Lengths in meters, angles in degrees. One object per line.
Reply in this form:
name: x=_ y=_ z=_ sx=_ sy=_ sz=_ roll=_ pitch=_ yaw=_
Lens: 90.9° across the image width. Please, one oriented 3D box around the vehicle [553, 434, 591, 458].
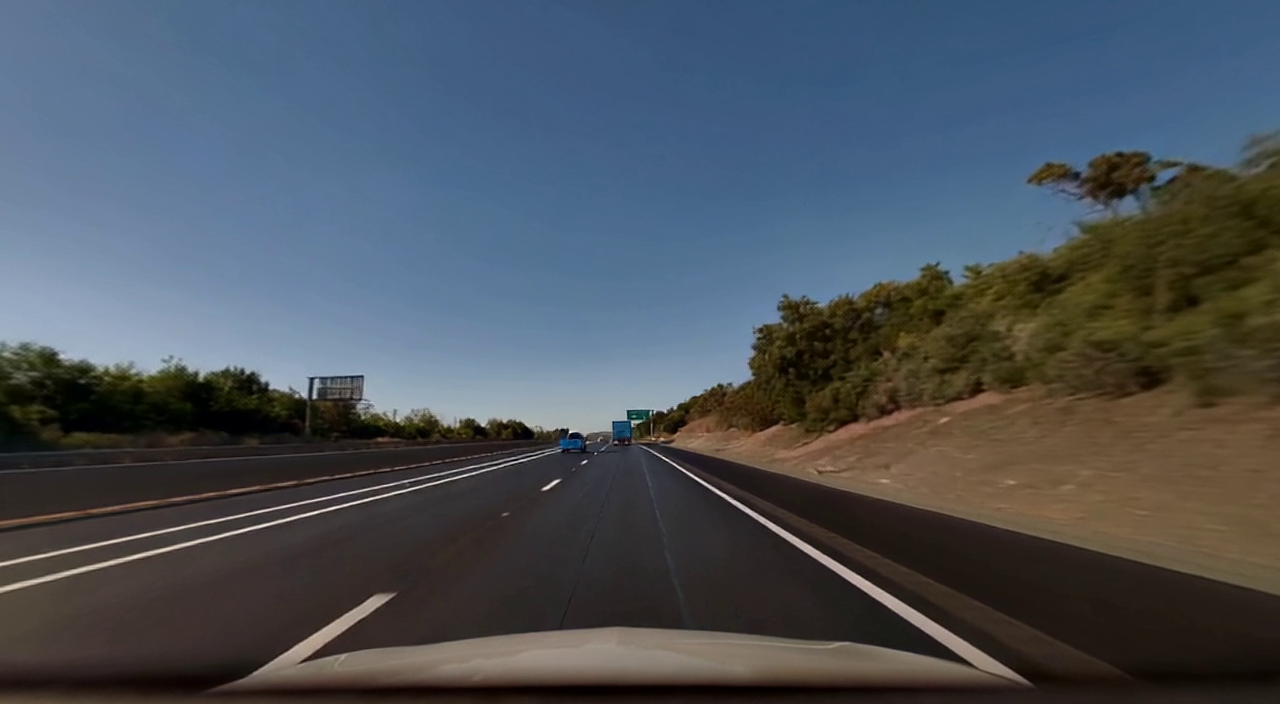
vehicle: x=-4.710 y=6.583 z=44.281 sx=2.302 sy=1.523 sz=4.383 roll=0 pitch=-8 yaw=-1
